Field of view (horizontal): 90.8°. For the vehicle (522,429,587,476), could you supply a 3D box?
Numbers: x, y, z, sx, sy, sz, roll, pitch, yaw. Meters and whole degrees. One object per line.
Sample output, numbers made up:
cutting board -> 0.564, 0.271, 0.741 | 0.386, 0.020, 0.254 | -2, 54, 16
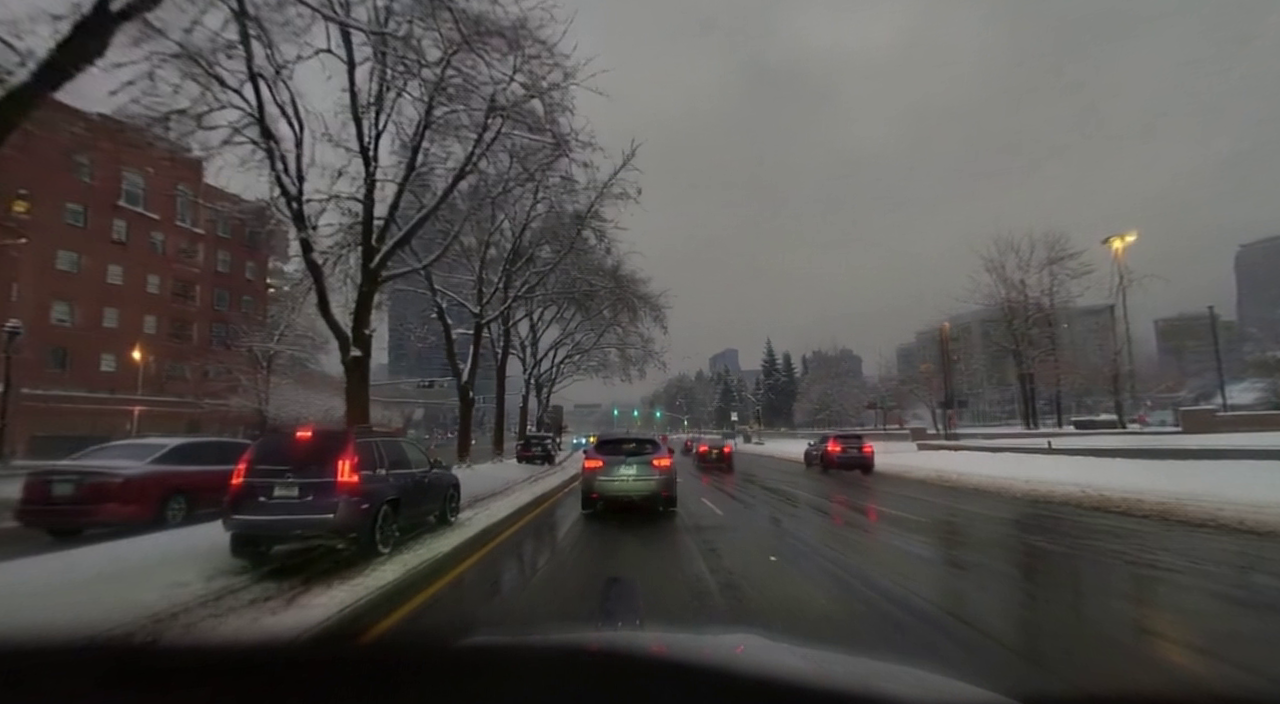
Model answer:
vehicle -> -3.567, 4.286, 27.218 | 2.154, 1.801, 5.015 | 0, -8, -1

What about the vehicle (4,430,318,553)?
vehicle -> -6.978, 2.033, 9.903 | 1.748, 1.485, 4.090 | 0, -8, -1

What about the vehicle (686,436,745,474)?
vehicle -> 3.152, 4.421, 27.333 | 1.905, 1.473, 4.183 | 0, -9, -2

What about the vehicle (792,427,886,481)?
vehicle -> 6.810, 3.547, 22.147 | 1.889, 1.681, 4.120 | 0, -9, -1

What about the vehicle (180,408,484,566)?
vehicle -> -3.758, 1.735, 8.830 | 2.009, 1.619, 4.376 | 0, -9, 0

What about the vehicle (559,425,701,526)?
vehicle -> -0.193, 2.188, 11.738 | 2.161, 1.501, 4.184 | 0, -8, -1
